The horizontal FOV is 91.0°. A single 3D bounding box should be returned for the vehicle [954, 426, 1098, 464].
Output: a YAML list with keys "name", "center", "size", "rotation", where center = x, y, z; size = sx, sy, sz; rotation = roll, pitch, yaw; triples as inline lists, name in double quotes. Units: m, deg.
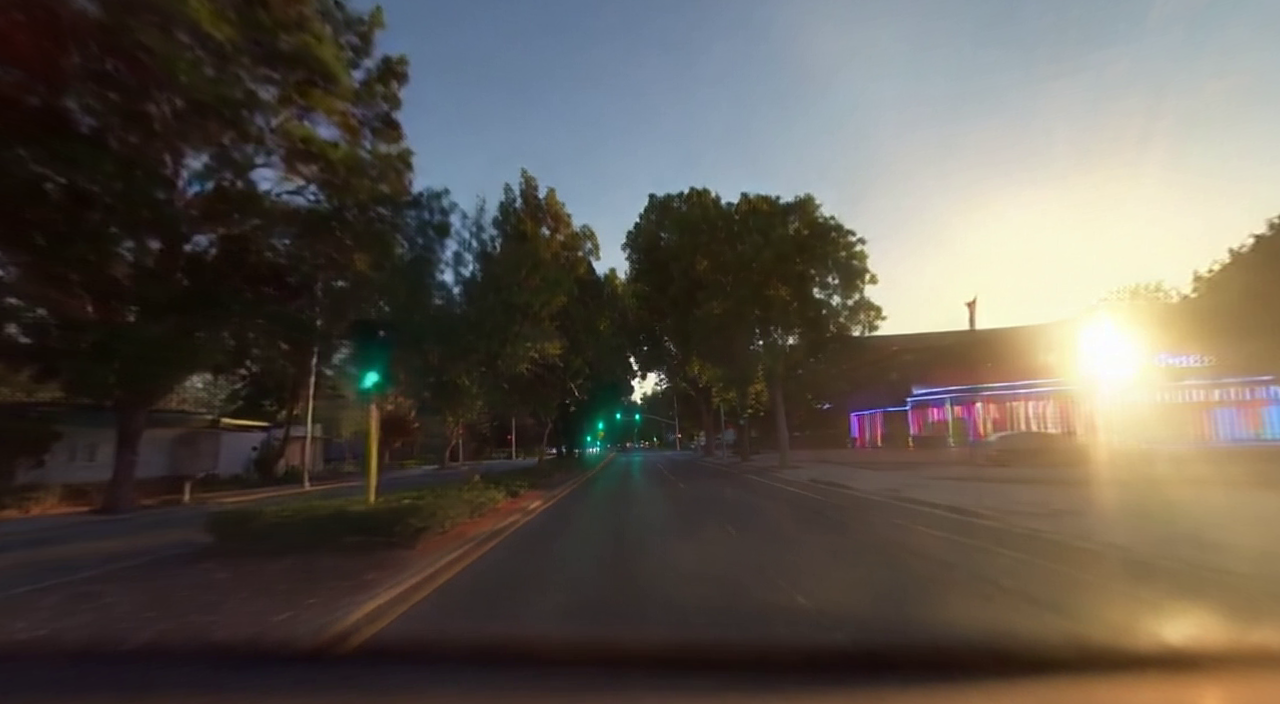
- name: "vehicle"
  center: [16.255, 3.934, 26.686]
  size: [4.701, 1.500, 2.050]
  rotation: [0, -8, 0]
